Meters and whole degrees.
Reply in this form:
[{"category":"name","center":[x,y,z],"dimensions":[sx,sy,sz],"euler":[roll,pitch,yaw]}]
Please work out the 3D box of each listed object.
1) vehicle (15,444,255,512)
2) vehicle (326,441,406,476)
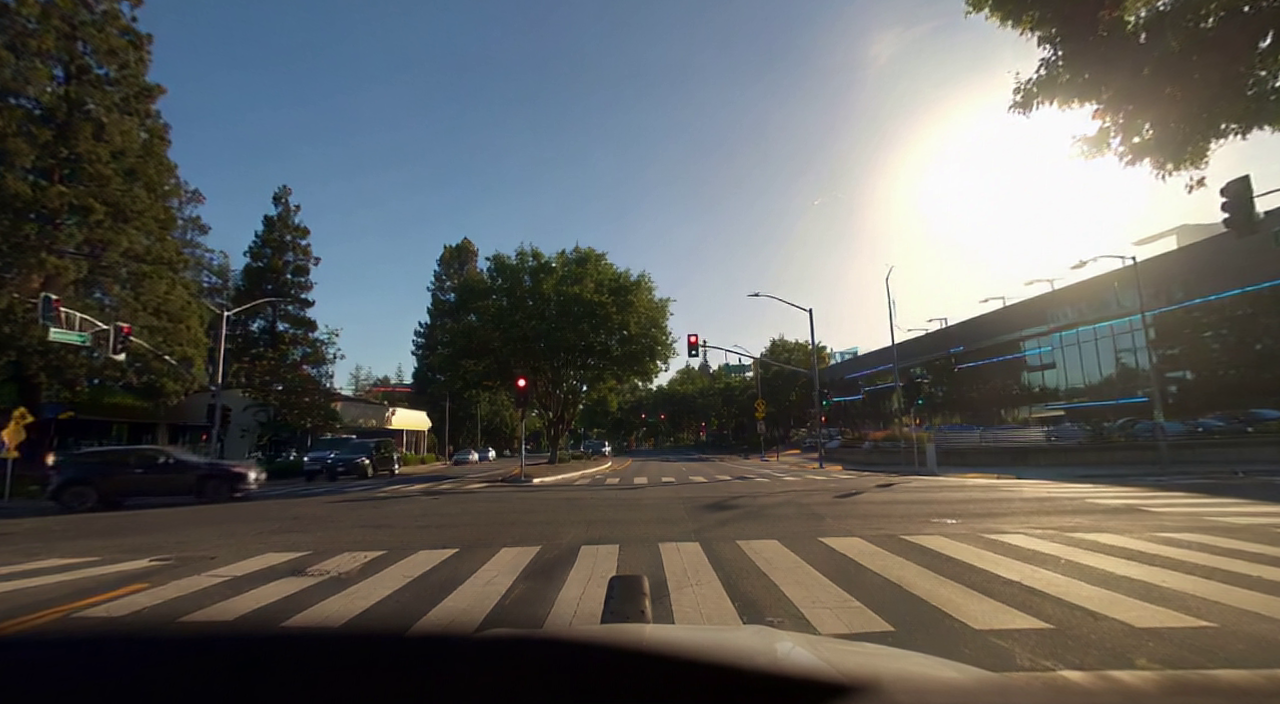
[{"category":"vehicle","center":[-13.588,3.377,17.390],"dimensions":[4.569,1.658,2.153],"euler":[2,-9,-18]},{"category":"vehicle","center":[-14.859,5.802,34.519],"dimensions":[2.169,1.753,4.640],"euler":[0,-8,1]}]
